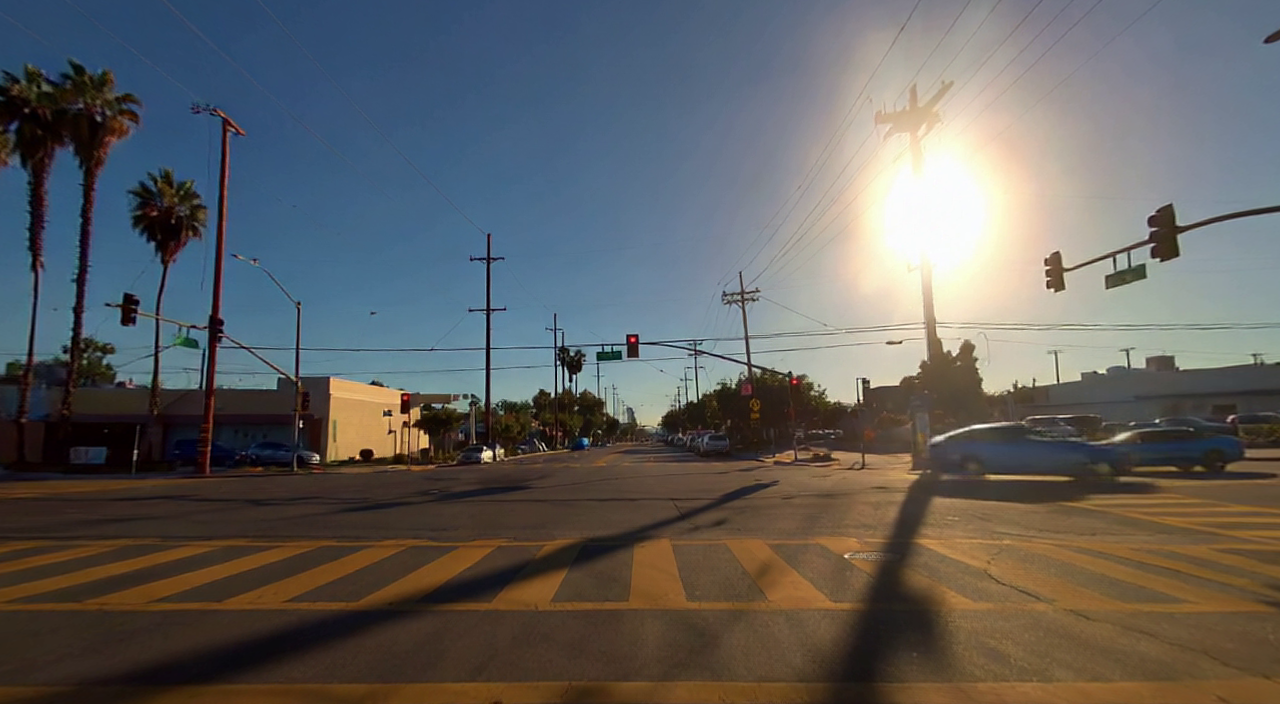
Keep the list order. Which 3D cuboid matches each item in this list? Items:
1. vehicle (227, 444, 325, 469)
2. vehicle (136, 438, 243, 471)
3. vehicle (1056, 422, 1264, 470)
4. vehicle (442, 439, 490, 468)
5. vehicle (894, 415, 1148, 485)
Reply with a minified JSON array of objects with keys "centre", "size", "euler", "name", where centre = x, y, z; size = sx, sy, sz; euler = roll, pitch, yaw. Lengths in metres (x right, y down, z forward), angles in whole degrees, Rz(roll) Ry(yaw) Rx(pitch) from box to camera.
[{"centre":[-22.330,6.425,38.843],"size":[4.849,1.444,1.881],"euler":[0,-8,1],"name":"vehicle"},{"centre":[-25.930,5.922,36.448],"size":[4.613,1.820,2.021],"euler":[-1,-9,3],"name":"vehicle"},{"centre":[16.941,3.093,20.846],"size":[4.918,1.479,1.897],"euler":[-1,-9,8],"name":"vehicle"},{"centre":[-11.989,6.989,43.787],"size":[2.016,1.717,4.287],"euler":[0,-6,1],"name":"vehicle"},{"centre":[9.406,2.468,15.963],"size":[5.094,1.490,2.223],"euler":[-6,-10,34],"name":"vehicle"}]
